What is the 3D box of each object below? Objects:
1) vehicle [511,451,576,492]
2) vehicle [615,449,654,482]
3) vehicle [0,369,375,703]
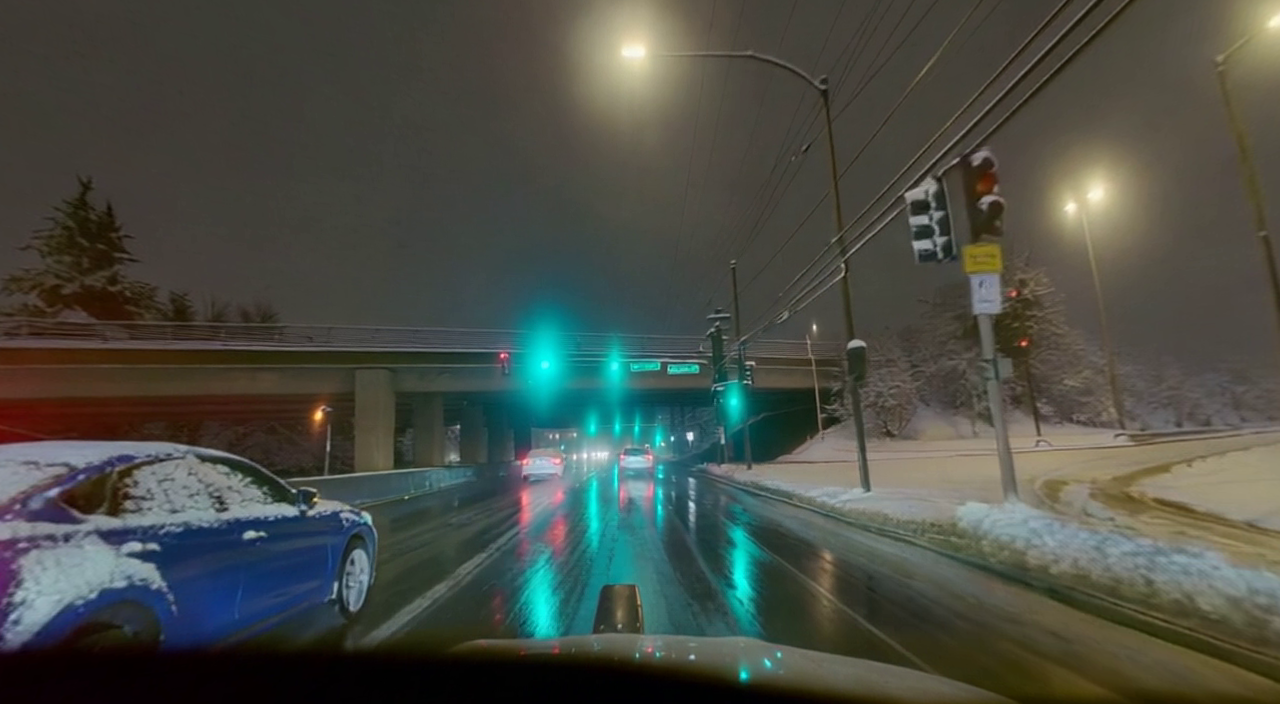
[{"bbox_3d":[-3.754,4.735,25.368,1.946,1.437,4.154,0,-8,0],"label":"vehicle"},{"bbox_3d":[-0.321,5.991,33.664,1.985,1.565,3.968,0,-8,-1],"label":"vehicle"},{"bbox_3d":[-3.489,1.102,3.773,1.925,1.666,4.271,0,-8,0],"label":"vehicle"}]
